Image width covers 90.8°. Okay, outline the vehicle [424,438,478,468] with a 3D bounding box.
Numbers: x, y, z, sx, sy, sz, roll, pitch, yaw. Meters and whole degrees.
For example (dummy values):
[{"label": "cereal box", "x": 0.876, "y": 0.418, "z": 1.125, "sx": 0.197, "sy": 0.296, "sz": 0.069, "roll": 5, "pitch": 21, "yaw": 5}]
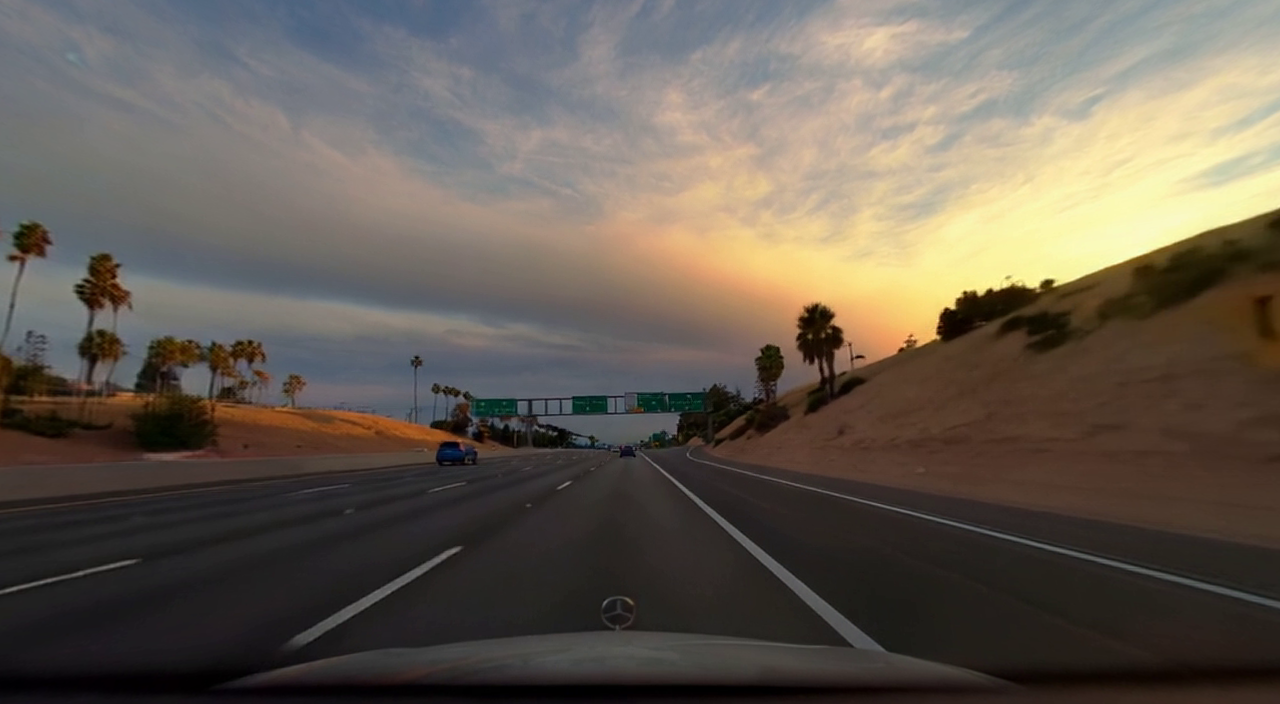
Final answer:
[{"label": "vehicle", "x": -11.848, "y": 6.345, "z": 39.975, "sx": 2.016, "sy": 1.754, "sz": 4.543, "roll": 0, "pitch": -8, "yaw": 0}]
